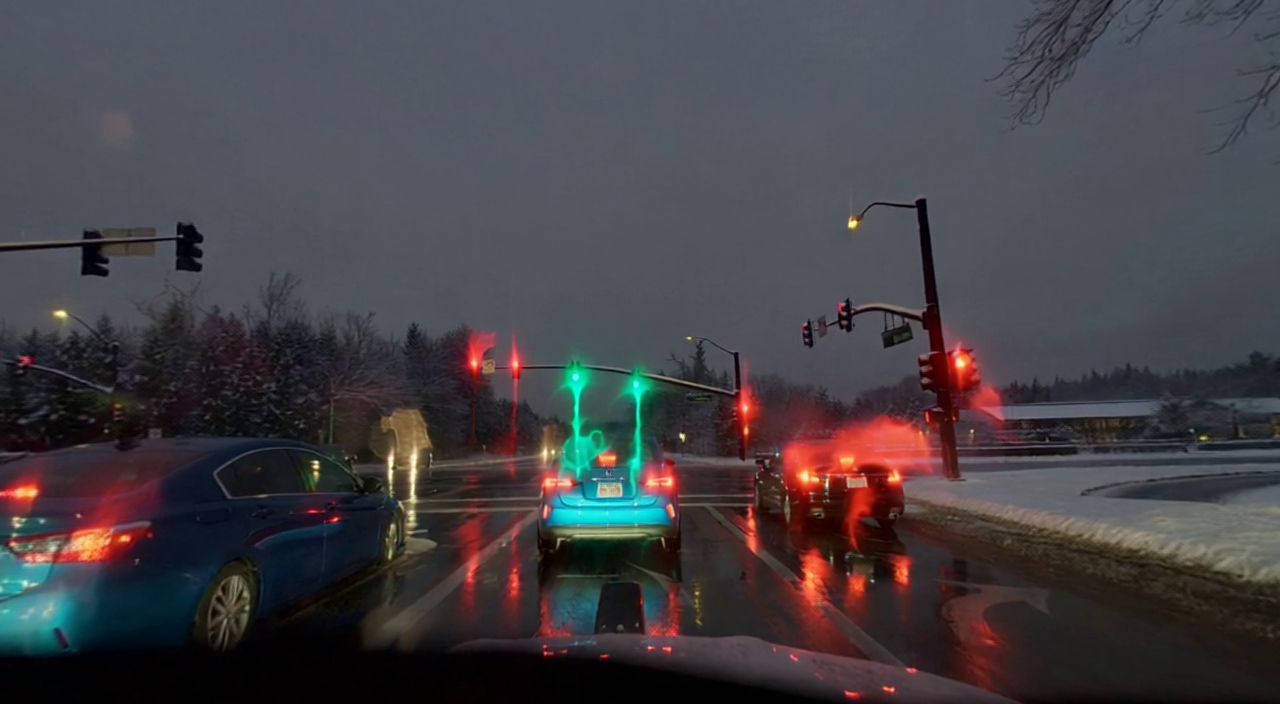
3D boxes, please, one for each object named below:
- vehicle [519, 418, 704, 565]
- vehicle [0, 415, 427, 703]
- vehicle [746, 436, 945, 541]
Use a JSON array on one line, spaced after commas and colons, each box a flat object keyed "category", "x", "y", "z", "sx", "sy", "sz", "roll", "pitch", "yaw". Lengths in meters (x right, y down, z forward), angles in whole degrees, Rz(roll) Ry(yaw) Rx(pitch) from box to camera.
[{"category": "vehicle", "x": -0.344, "y": 1.824, "z": 8.969, "sx": 2.038, "sy": 1.599, "sz": 3.844, "roll": 0, "pitch": -8, "yaw": -1}, {"category": "vehicle", "x": -3.578, "y": 1.372, "z": 5.250, "sx": 2.052, "sy": 1.472, "sz": 4.479, "roll": 0, "pitch": -8, "yaw": 0}, {"category": "vehicle", "x": 3.276, "y": 2.257, "z": 11.167, "sx": 1.970, "sy": 1.449, "sz": 4.433, "roll": 0, "pitch": -8, "yaw": -1}]
